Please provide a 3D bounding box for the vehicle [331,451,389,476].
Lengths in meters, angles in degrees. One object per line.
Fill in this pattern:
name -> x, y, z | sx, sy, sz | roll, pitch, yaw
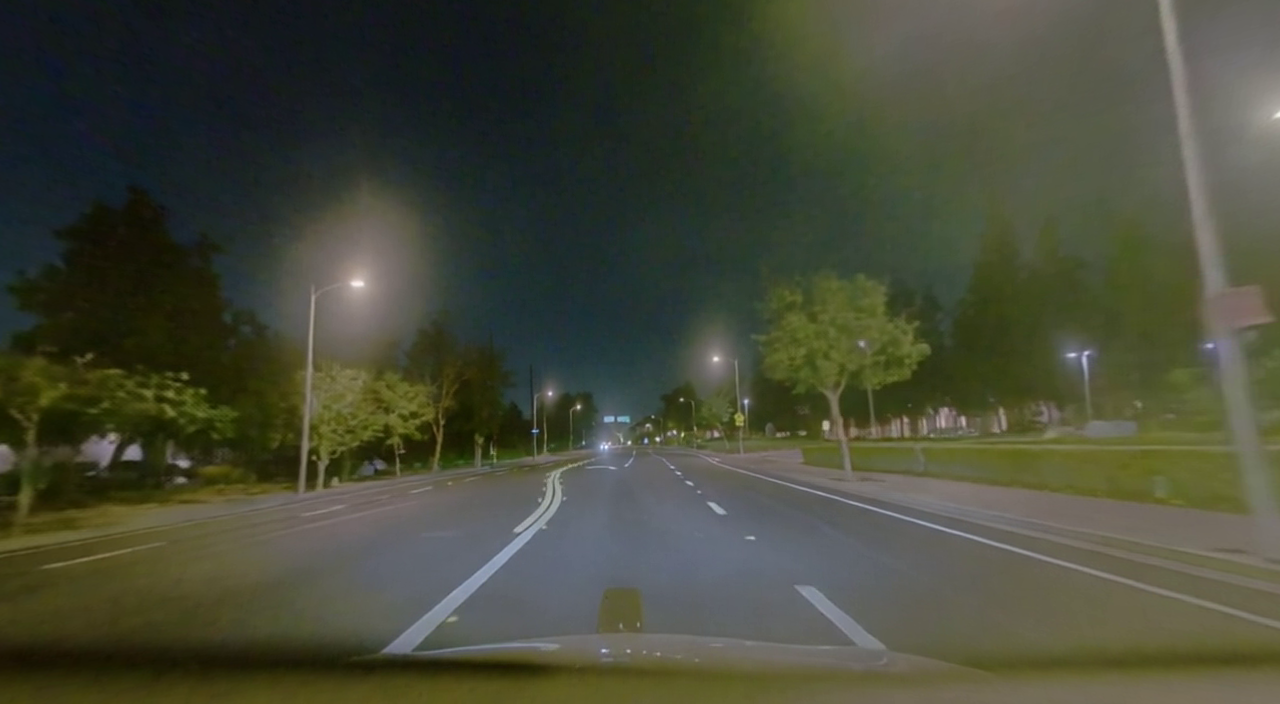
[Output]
vehicle -> -21.343, 8.505, 48.381 | 2.030, 1.759, 4.949 | -1, -8, 2

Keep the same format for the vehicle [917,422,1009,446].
vehicle -> 19.777, 5.039, 38.809 | 4.621, 1.393, 1.824 | -1, -9, 3

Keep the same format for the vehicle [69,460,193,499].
vehicle -> -23.682, 5.915, 29.646 | 2.067, 1.644, 4.216 | 0, -9, 4
